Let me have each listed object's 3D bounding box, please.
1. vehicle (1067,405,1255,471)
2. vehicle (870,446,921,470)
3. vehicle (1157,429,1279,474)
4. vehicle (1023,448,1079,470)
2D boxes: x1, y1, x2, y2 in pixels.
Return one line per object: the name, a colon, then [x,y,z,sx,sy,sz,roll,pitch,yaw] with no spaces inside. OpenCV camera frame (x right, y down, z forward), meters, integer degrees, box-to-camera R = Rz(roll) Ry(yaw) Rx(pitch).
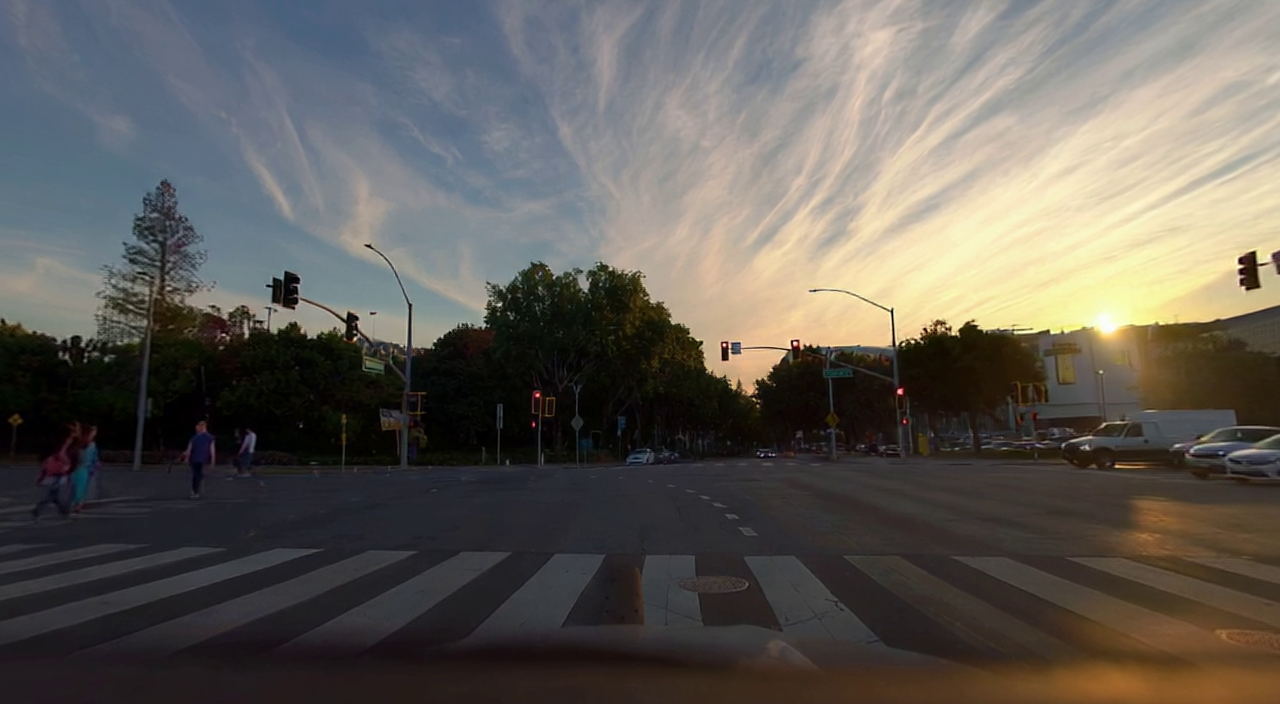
vehicle: [22.947,3.860,28.103,5.855,2.746,2.523,-1,-9,3]
vehicle: [17.521,7.244,43.513,1.789,1.557,4.293,0,-9,1]
vehicle: [21.059,3.400,21.736,4.740,1.464,1.876,-1,-9,3]
vehicle: [27.714,7.225,42.718,1.589,1.405,3.633,-1,-9,4]
